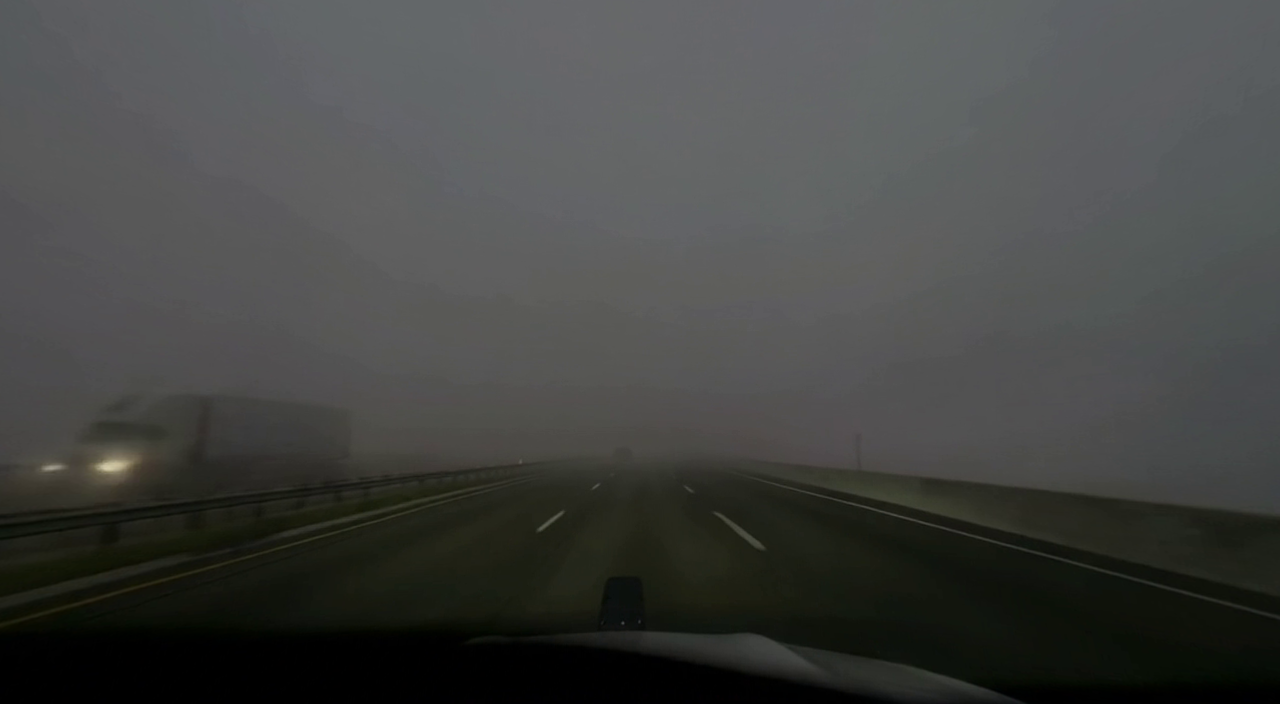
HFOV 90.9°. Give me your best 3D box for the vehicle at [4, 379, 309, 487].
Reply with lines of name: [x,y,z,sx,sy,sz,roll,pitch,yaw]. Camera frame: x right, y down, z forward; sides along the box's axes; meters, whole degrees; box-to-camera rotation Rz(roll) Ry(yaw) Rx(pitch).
vehicle: [-18.096,3.415,25.518,2.803,3.326,11.973,0,-9,0]
